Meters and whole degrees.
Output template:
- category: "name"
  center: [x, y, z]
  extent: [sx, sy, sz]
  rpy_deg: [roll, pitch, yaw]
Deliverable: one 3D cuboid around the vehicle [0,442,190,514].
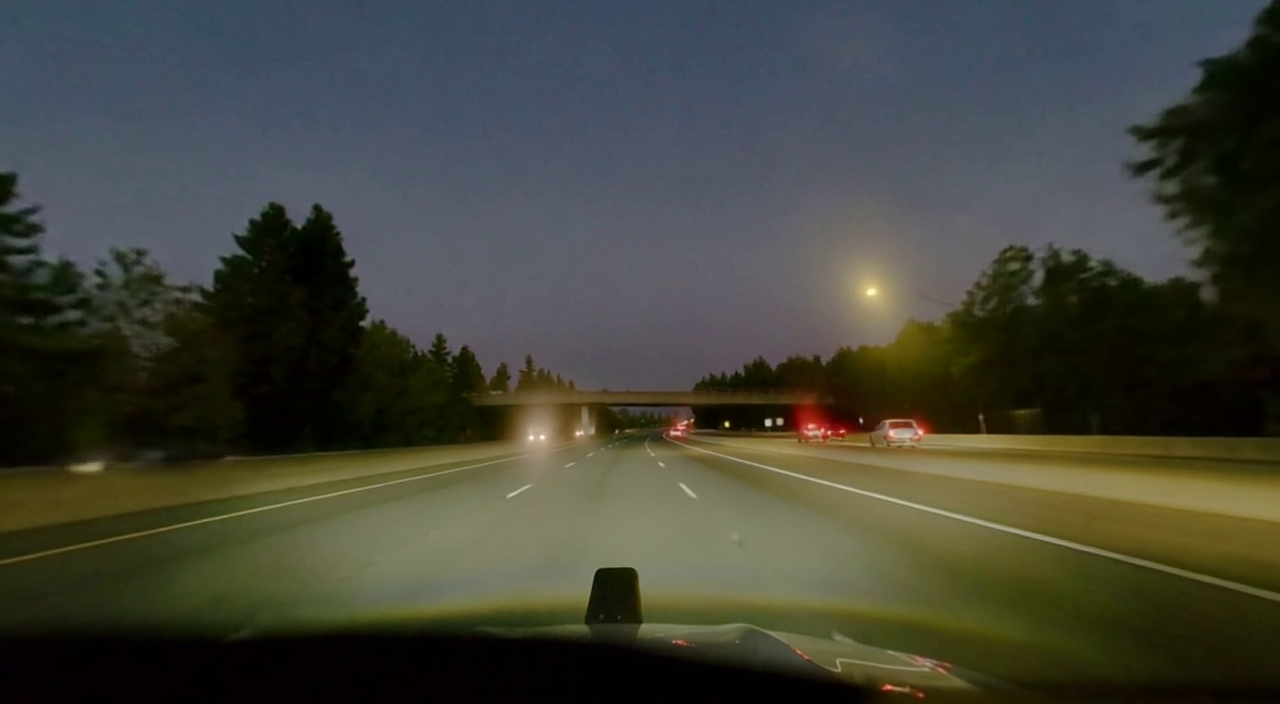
- category: "vehicle"
  center: [-12.870, 2.816, 14.667]
  extent: [1.758, 1.404, 4.108]
  rpy_deg: [0, -8, -1]
